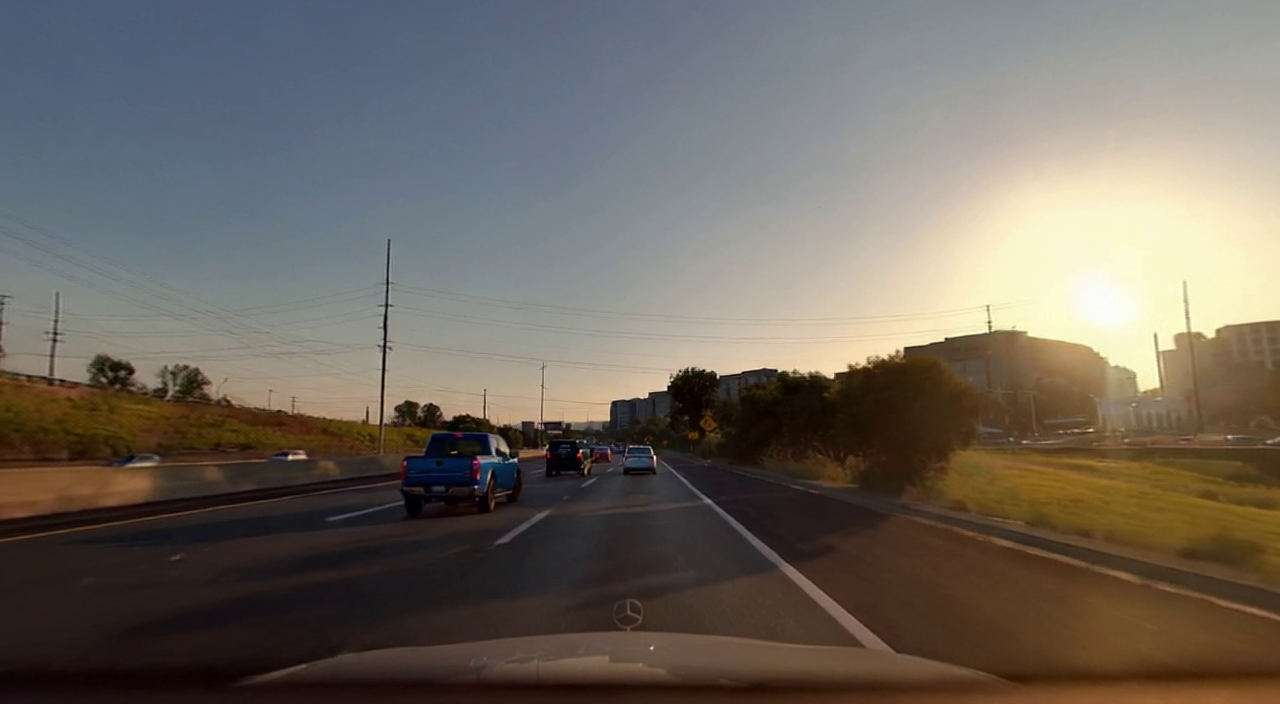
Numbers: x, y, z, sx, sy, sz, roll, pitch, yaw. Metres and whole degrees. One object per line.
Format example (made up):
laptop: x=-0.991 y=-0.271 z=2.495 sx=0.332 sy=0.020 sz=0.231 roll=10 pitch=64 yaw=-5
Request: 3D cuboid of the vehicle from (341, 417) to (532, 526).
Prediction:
vehicle: x=-3.956 y=2.439 z=13.529 sx=2.198 sy=1.848 sz=5.346 roll=-1 pitch=-8 yaw=1

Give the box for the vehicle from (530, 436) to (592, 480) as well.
vehicle: x=-3.472 y=4.751 z=28.612 sx=2.133 sy=1.789 sz=4.518 roll=-1 pitch=-8 yaw=1

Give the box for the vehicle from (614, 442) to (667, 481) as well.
vehicle: x=-0.002 y=4.559 z=26.552 sx=2.047 sy=1.473 sz=3.978 roll=0 pitch=-8 yaw=-1

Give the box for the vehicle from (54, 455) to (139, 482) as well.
vehicle: x=-39.286 y=8.414 z=45.758 sx=1.918 sy=1.723 sz=4.762 roll=0 pitch=-8 yaw=0
